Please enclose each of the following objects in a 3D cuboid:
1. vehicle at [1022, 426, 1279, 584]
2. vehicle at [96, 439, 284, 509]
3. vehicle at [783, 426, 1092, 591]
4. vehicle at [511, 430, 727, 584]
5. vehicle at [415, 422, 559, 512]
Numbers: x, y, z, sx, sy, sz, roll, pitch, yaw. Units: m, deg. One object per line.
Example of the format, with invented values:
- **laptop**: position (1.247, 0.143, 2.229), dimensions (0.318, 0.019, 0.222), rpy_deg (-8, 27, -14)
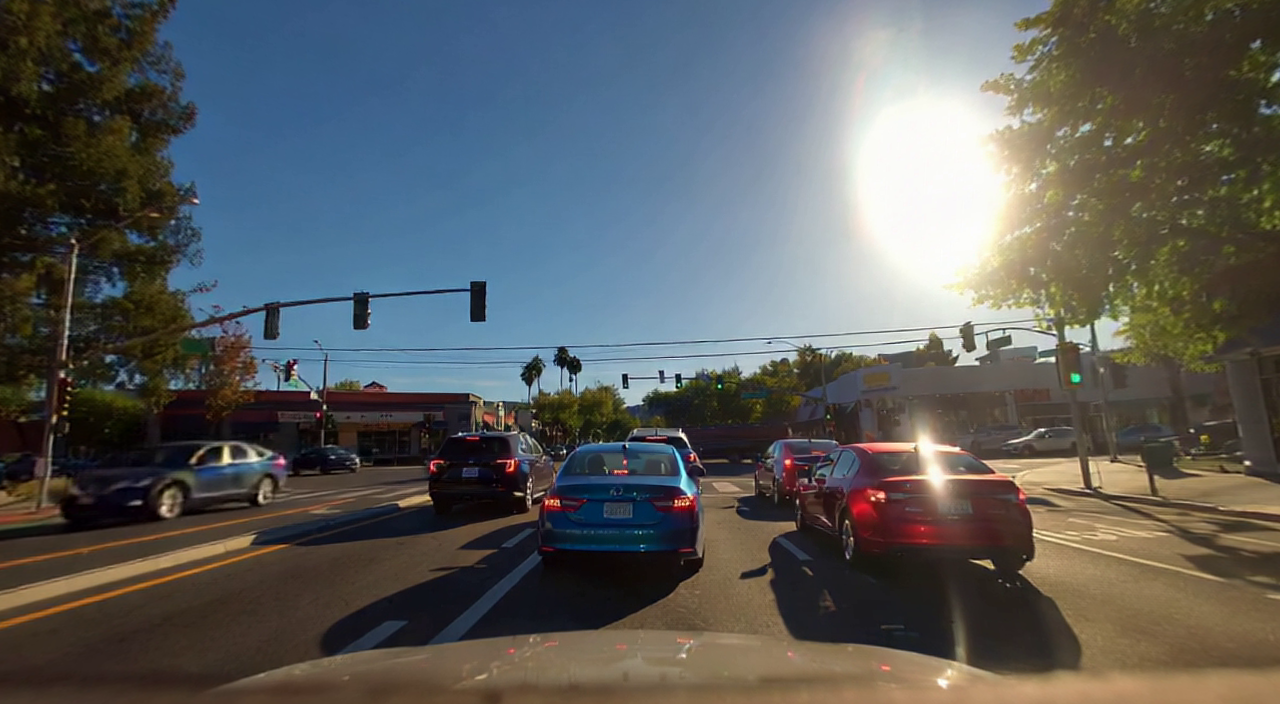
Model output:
- **vehicle**: position (7.190, 1.735, 7.821), dimensions (2.004, 1.508, 4.646), rpy_deg (0, -8, 0)
- **vehicle**: position (-12.296, 3.322, 17.737), dimensions (1.959, 1.704, 4.410), rpy_deg (0, -8, 1)
- **vehicle**: position (3.238, 1.759, 8.001), dimensions (2.020, 1.513, 4.120), rpy_deg (0, -8, 2)
- **vehicle**: position (-0.176, 1.801, 8.162), dimensions (2.098, 1.477, 3.897), rpy_deg (0, -8, 1)
- **vehicle**: position (-3.431, 2.709, 15.403), dimensions (2.160, 1.823, 5.115), rpy_deg (0, -8, 1)
